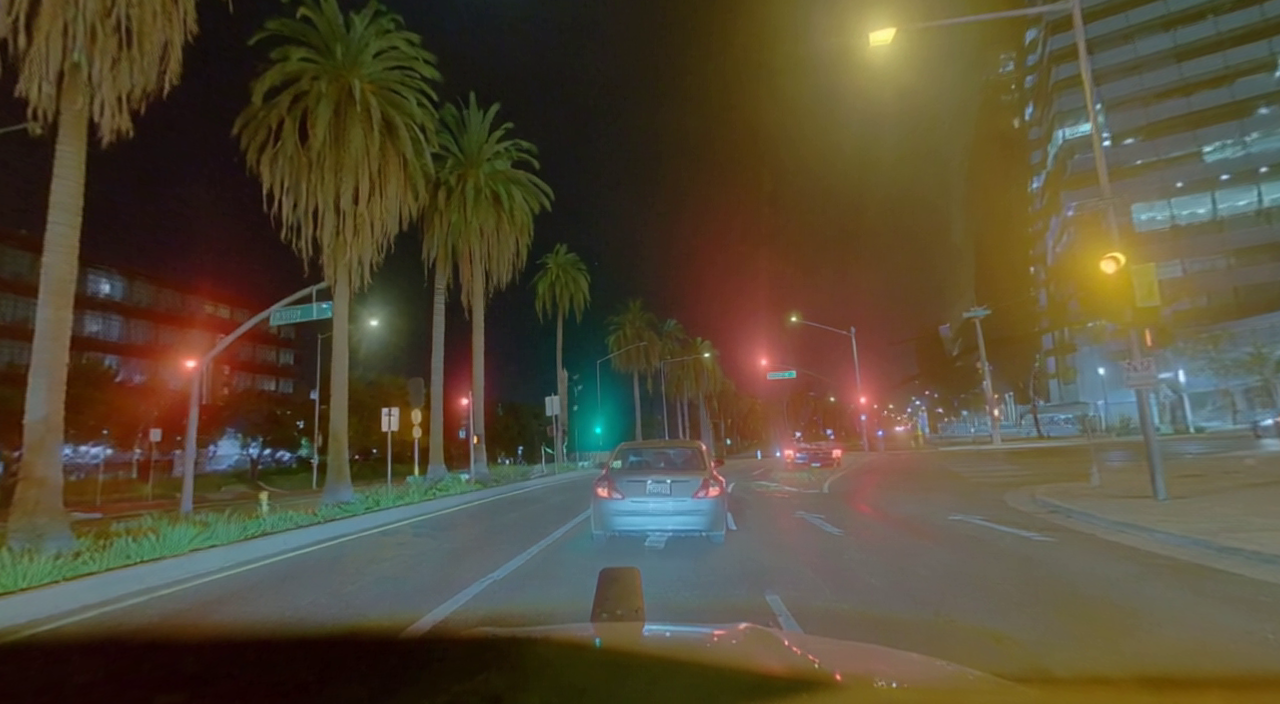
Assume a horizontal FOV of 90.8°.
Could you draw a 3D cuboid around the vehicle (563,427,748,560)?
[{"bbox_3d":[0.225,1.914,9.261,2.096,1.492,4.071,0,-9,2],"label":"vehicle"}]
